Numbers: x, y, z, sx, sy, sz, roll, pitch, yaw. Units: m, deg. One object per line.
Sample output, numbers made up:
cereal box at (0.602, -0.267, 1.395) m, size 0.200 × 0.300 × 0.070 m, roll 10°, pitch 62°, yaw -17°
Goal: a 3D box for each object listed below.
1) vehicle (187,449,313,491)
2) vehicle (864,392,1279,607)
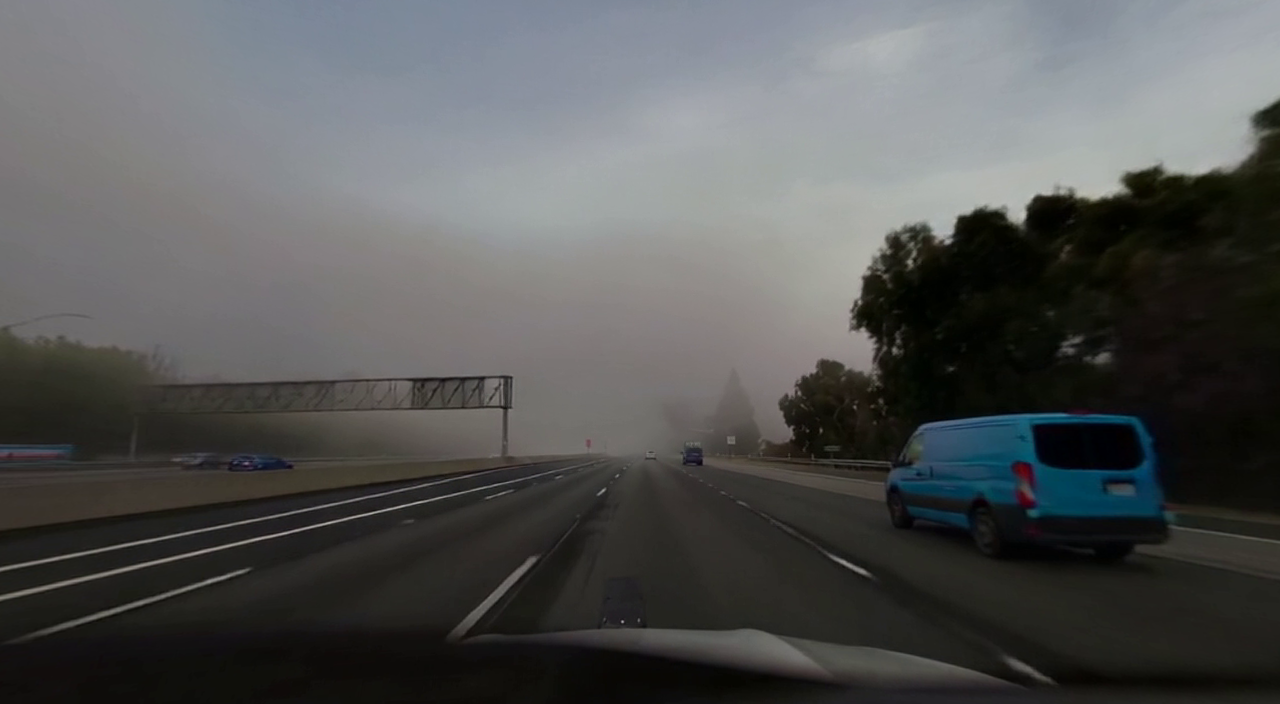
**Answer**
vehicle at (-15.142, 4.579, 24.830) m, size 1.903 × 1.486 × 4.666 m, roll 0°, pitch -9°, yaw 1°
vehicle at (4.578, 1.584, 7.589) m, size 1.971 × 1.795 × 4.389 m, roll 0°, pitch -9°, yaw -3°
